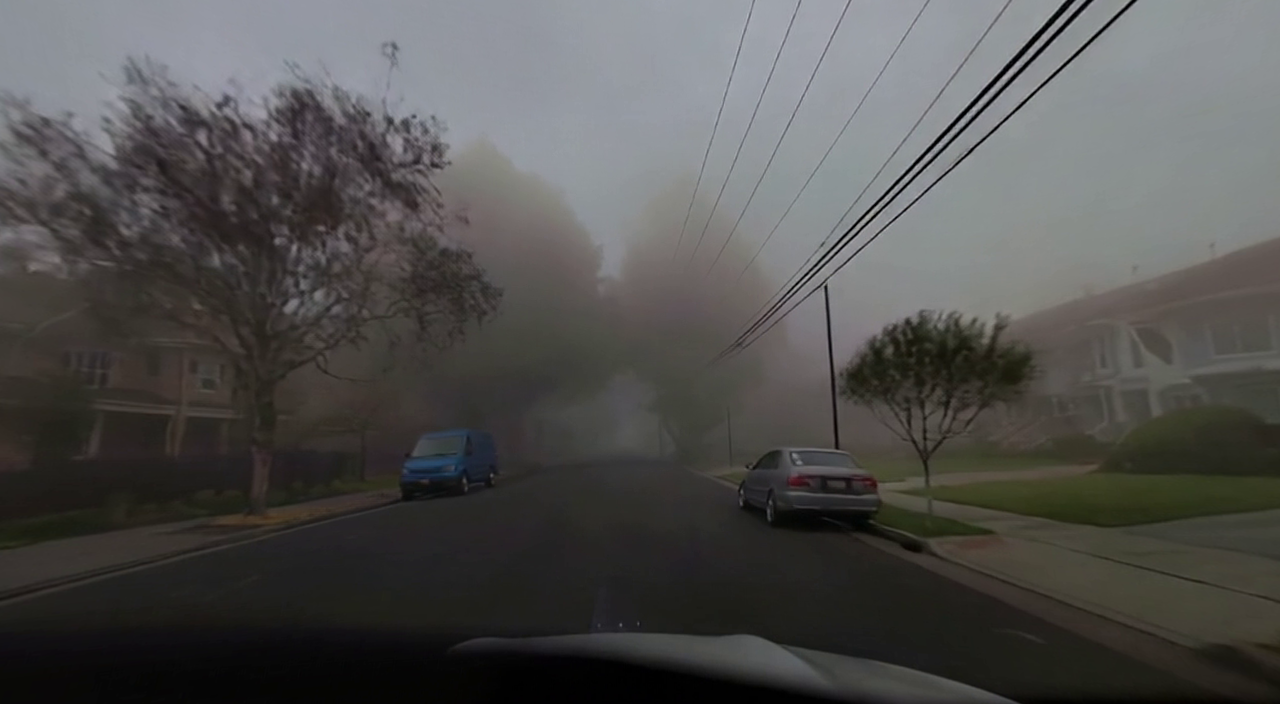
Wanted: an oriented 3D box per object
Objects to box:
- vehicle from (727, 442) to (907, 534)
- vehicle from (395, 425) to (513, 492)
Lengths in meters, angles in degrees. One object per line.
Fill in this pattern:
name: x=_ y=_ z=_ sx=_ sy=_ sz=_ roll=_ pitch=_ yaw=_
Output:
vehicle: x=3.133 y=2.498 z=12.351 sx=1.944 sy=1.439 sz=4.500 roll=1 pitch=-8 yaw=-4
vehicle: x=-5.963 y=3.516 z=21.075 sx=2.263 sy=1.915 sz=5.071 roll=-1 pitch=-9 yaw=2
